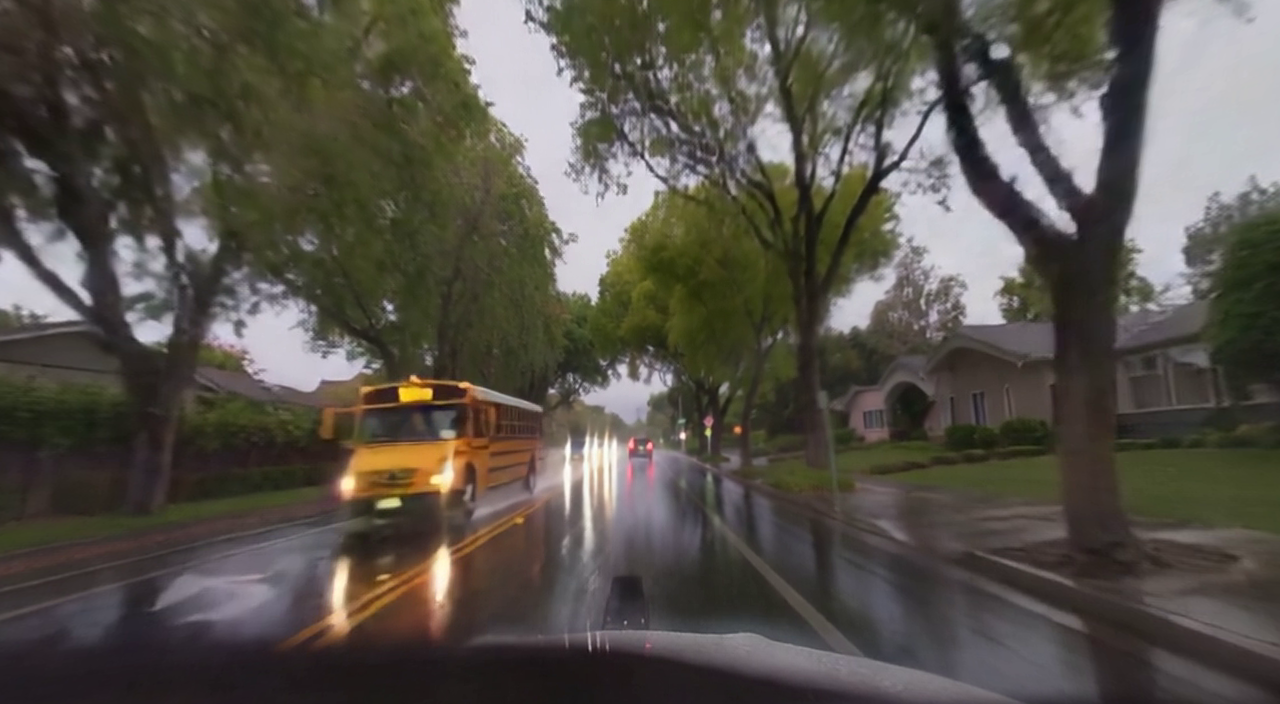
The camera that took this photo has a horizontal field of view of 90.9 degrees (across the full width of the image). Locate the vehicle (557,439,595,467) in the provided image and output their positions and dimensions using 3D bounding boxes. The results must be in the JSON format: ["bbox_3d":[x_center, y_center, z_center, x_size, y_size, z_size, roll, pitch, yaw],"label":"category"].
[{"bbox_3d":[-4.220,6.762,42.353,2.069,1.707,4.385,0,-8,1],"label":"vehicle"}]

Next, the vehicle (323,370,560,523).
[{"bbox_3d":[-4.274,2.414,16.338,2.966,2.818,9.113,0,-8,1],"label":"vehicle"}]
